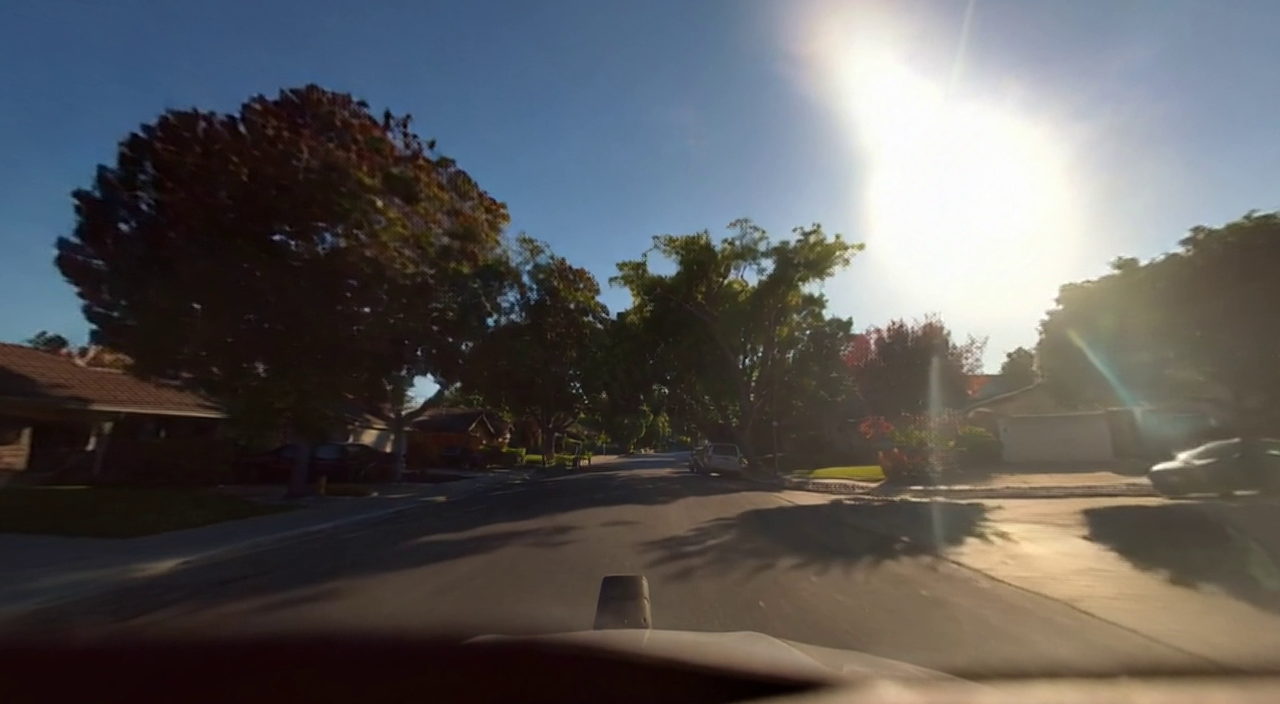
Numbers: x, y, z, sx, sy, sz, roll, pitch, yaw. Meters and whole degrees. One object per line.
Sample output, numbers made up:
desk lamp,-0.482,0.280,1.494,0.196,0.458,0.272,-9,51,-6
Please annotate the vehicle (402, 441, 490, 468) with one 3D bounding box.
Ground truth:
vehicle,-12.410,6.574,40.448,4.906,1.564,1.988,0,-8,7

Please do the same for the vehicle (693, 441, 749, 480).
vehicle,3.899,5.277,31.072,2.046,1.760,4.570,0,-8,-1

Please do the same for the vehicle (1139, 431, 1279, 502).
vehicle,17.419,3.163,17.723,4.681,1.810,2.249,-2,-8,5
